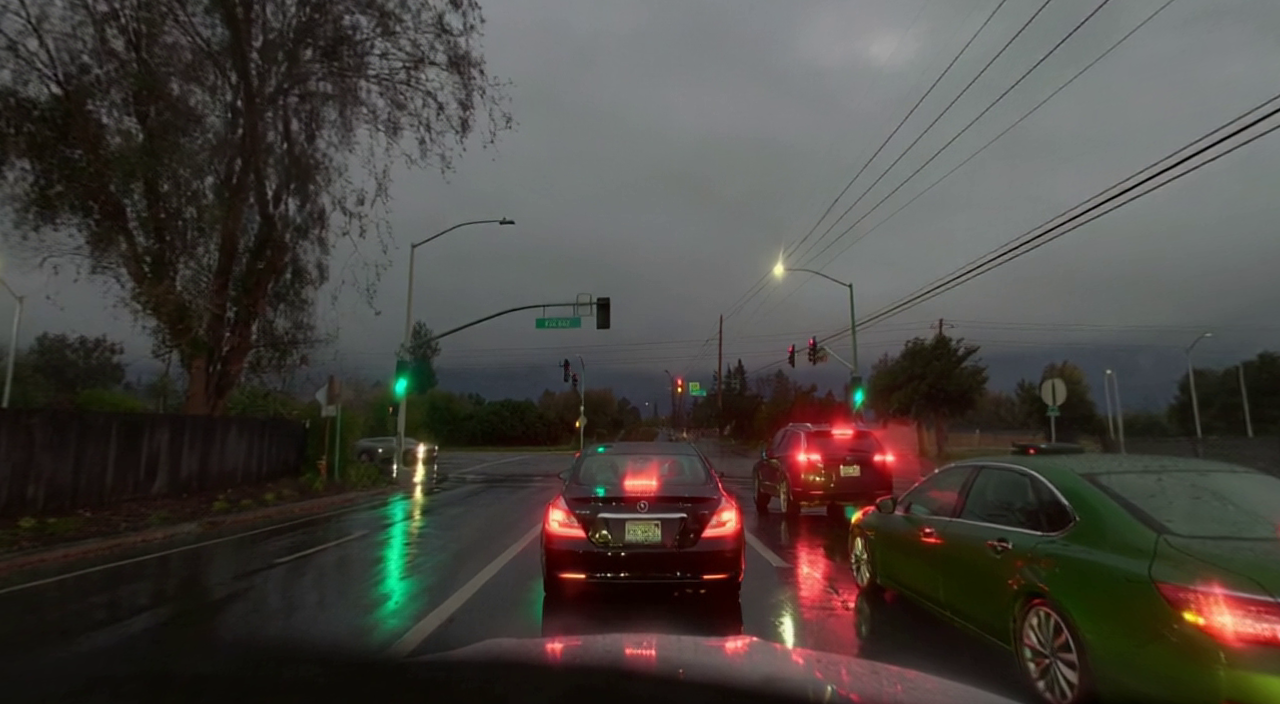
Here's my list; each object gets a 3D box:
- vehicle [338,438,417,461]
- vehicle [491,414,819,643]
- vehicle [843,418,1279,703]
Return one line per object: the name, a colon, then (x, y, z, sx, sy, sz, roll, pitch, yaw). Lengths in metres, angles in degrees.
vehicle: (-17.236, 6.413, 41.467, 4.406, 1.458, 1.892, -1, -8, 7)
vehicle: (0.066, 1.495, 6.440, 2.170, 1.497, 4.369, 0, -8, -1)
vehicle: (3.081, 1.243, 4.137, 2.027, 1.432, 4.431, 0, -8, 0)
